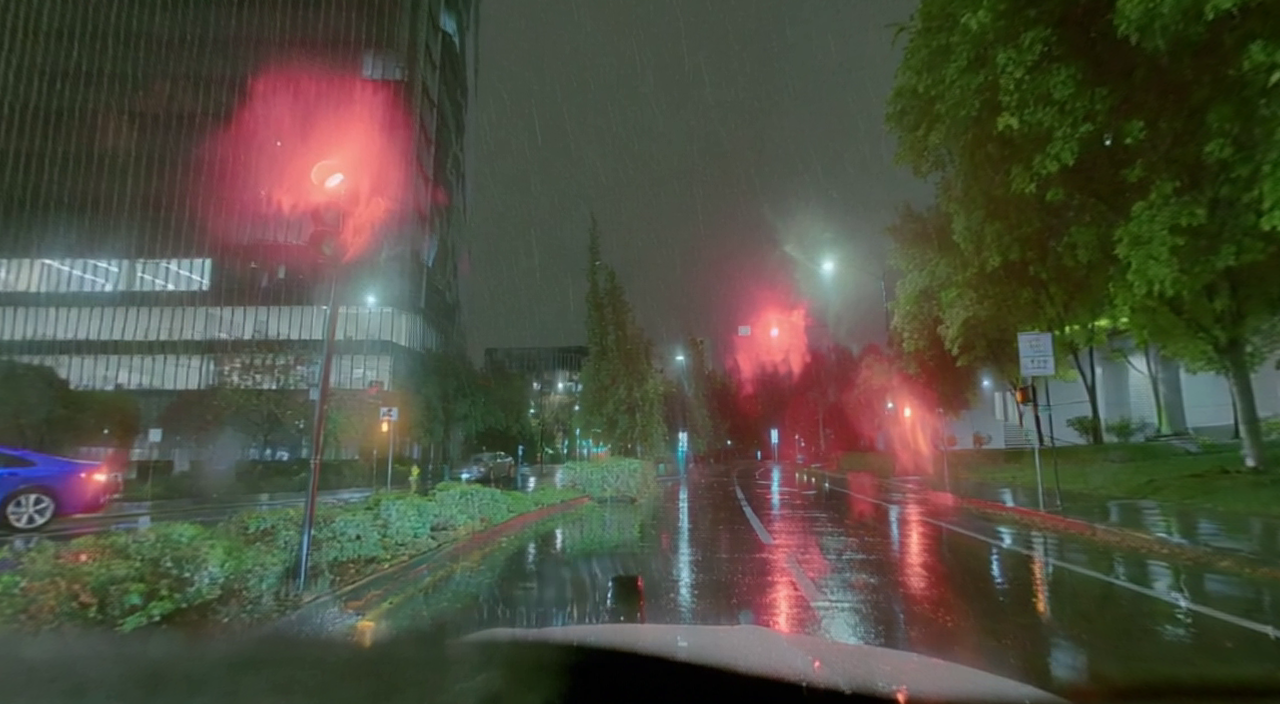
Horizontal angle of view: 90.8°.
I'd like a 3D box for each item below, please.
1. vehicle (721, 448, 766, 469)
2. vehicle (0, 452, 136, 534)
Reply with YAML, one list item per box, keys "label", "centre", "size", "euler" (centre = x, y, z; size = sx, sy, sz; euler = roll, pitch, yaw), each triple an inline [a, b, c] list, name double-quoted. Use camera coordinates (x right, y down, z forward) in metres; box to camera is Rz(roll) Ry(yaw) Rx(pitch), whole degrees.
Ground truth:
- label: "vehicle"
  centre: [7.860, 8.123, 48.415]
  size: [1.829, 1.440, 4.384]
  euler: [2, -9, -14]
- label: "vehicle"
  centre: [-12.872, 2.717, 12.286]
  size: [4.598, 1.490, 1.816]
  euler: [7, -11, -40]
